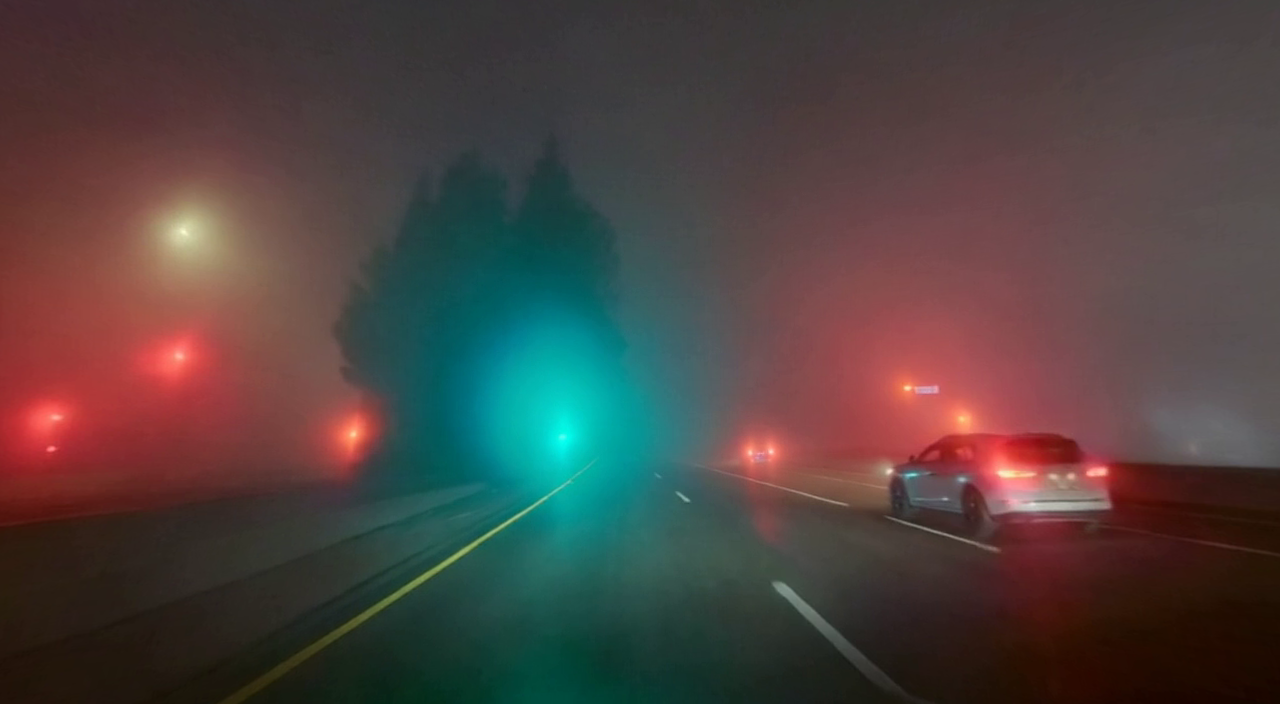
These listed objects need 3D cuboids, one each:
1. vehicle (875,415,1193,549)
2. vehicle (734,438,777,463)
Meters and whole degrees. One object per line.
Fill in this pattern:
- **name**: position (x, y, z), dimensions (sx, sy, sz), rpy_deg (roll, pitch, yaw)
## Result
- **vehicle**: position (5.881, 1.992, 10.359), dimensions (2.066, 1.683, 4.675), rpy_deg (0, -9, -2)
- **vehicle**: position (8.698, 7.474, 47.817), dimensions (2.170, 1.830, 4.720), rpy_deg (0, -9, -2)
